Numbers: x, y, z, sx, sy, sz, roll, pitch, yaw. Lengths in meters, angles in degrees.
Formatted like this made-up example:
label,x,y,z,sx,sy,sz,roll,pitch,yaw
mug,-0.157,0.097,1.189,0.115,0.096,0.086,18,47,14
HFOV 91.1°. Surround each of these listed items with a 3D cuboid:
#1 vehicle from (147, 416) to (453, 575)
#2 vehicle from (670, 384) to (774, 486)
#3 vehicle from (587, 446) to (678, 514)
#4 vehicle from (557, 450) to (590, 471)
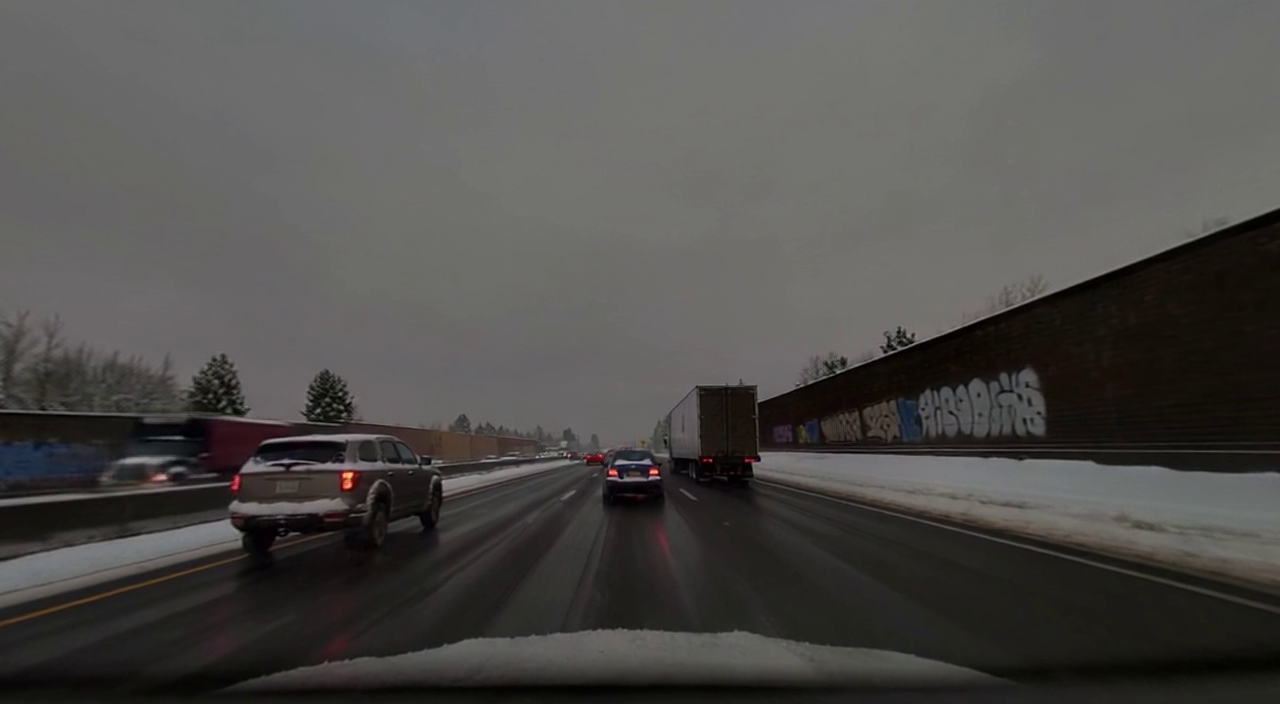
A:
label,x,y,z,sx,sy,sz,roll,pitch,yaw
vehicle,-4.525,1.966,9.476,1.988,1.750,4.711,0,-9,0
vehicle,3.583,4.350,32.129,2.902,4.014,14.446,0,-9,-2
vehicle,-0.221,3.145,16.018,2.033,1.468,4.015,0,-9,-2
vehicle,-5.012,8.243,47.992,2.067,1.481,4.085,0,-9,0
